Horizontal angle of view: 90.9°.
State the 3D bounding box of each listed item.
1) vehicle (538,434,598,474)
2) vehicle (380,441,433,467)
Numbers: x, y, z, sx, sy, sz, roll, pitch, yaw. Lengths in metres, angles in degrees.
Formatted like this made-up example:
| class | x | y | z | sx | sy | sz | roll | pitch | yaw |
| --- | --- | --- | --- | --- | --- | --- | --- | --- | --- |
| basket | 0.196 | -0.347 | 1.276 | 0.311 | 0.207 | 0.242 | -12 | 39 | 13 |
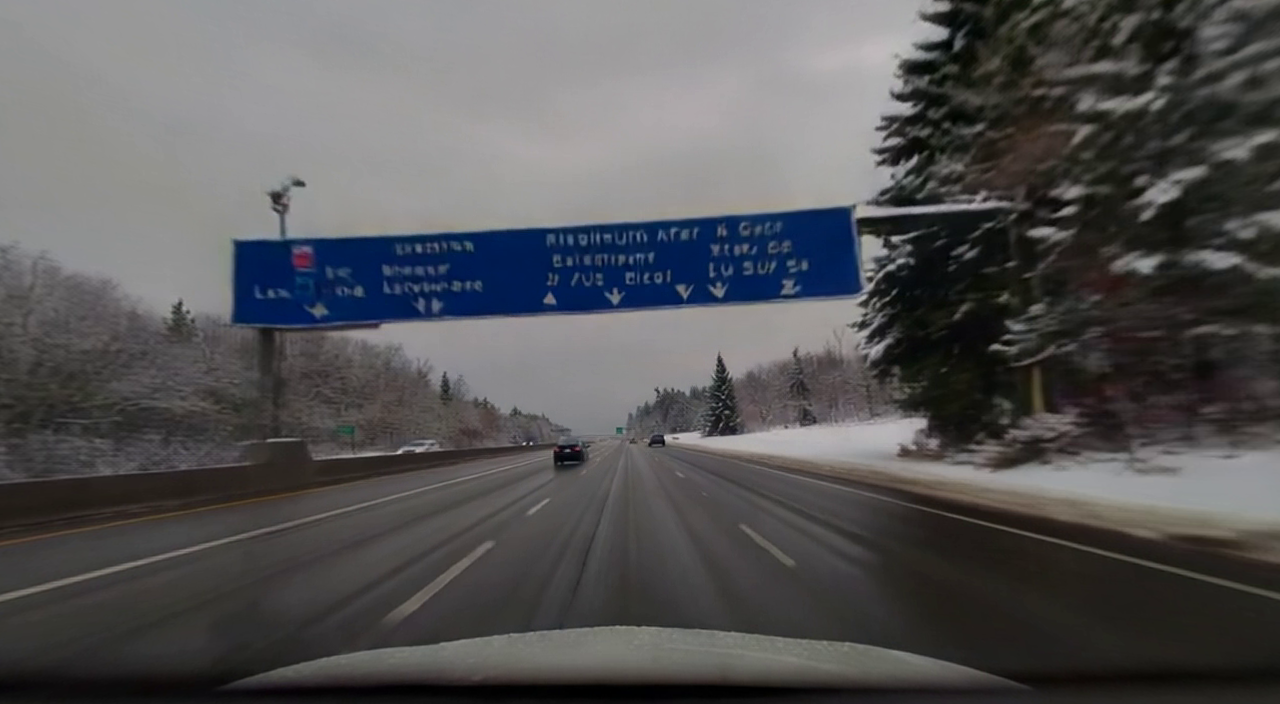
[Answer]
| class | x | y | z | sx | sy | sz | roll | pitch | yaw |
| --- | --- | --- | --- | --- | --- | --- | --- | --- | --- |
| vehicle | -2.843 | 4.111 | 25.693 | 2.000 | 1.491 | 3.913 | 0 | -8 | 0 |
| vehicle | -16.923 | 7.384 | 45.868 | 2.028 | 1.708 | 4.792 | 0 | -8 | 0 |
